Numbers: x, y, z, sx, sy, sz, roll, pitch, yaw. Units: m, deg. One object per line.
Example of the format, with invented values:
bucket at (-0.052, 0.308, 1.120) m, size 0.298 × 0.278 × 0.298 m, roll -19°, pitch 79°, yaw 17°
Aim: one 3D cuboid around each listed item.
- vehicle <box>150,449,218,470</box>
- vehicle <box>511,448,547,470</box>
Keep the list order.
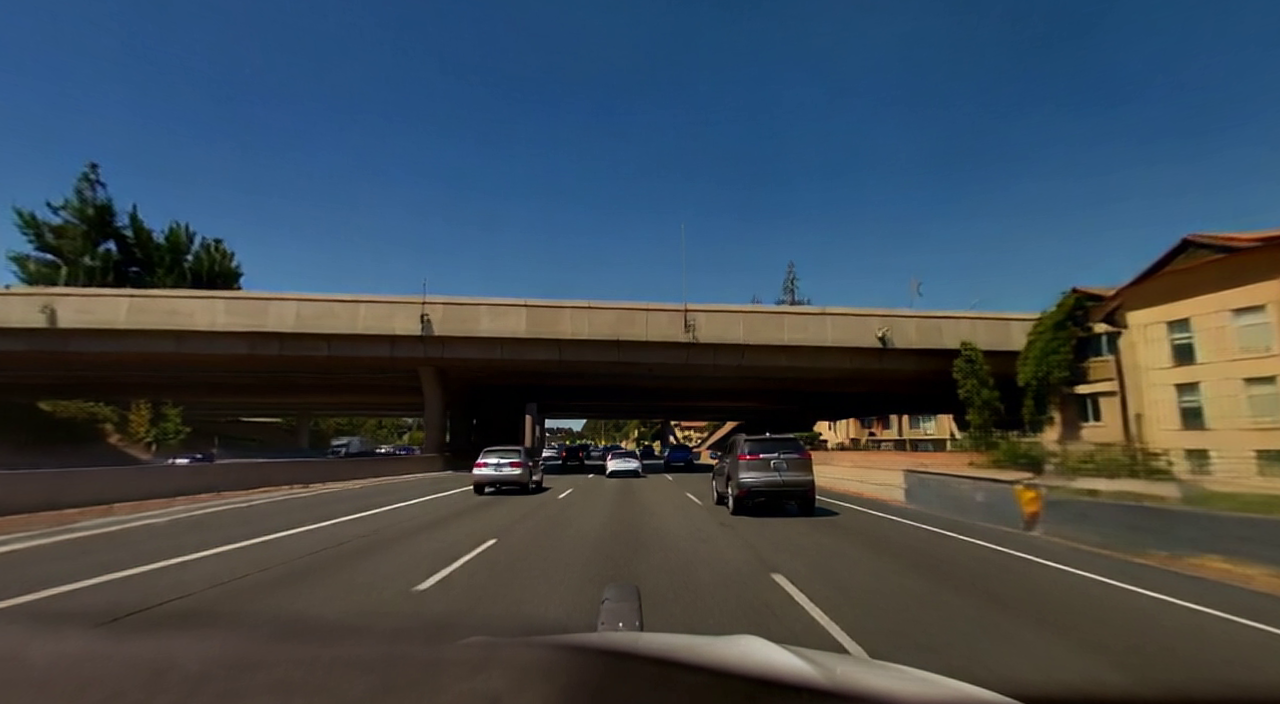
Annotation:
vehicle at (-33.733, 7.948, 46.904) m, size 1.890 × 1.462 × 4.500 m, roll 0°, pitch -9°, yaw -4°
vehicle at (-8.000, 7.713, 45.800) m, size 2.007 × 1.519 × 4.366 m, roll 0°, pitch -9°, yaw -2°
